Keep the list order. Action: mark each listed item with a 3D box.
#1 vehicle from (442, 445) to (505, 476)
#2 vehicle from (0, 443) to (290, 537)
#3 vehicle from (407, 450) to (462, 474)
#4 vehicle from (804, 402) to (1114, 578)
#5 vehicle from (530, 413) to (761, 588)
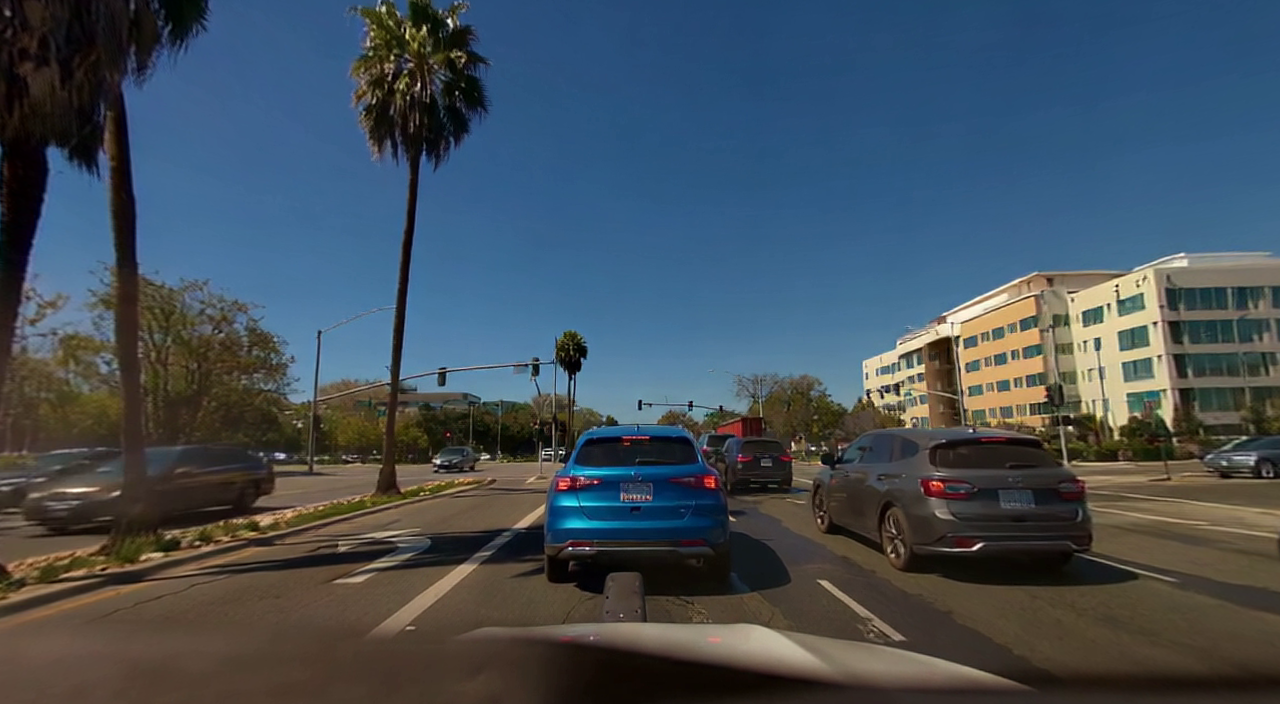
[{"bbox_3d":[-8.576,5.606,32.969,1.975,1.478,4.670,0,-9,0],"label":"vehicle"},{"bbox_3d":[-9.165,2.517,12.225,2.168,1.462,4.505,0,-9,1],"label":"vehicle"},{"bbox_3d":[-12.367,6.644,38.331,1.946,1.347,4.021,0,-9,1],"label":"vehicle"},{"bbox_3d":[3.704,1.683,8.396,1.947,1.725,4.159,0,-9,1],"label":"vehicle"},{"bbox_3d":[0.040,1.658,7.808,2.083,1.572,4.021,0,-9,0],"label":"vehicle"}]
